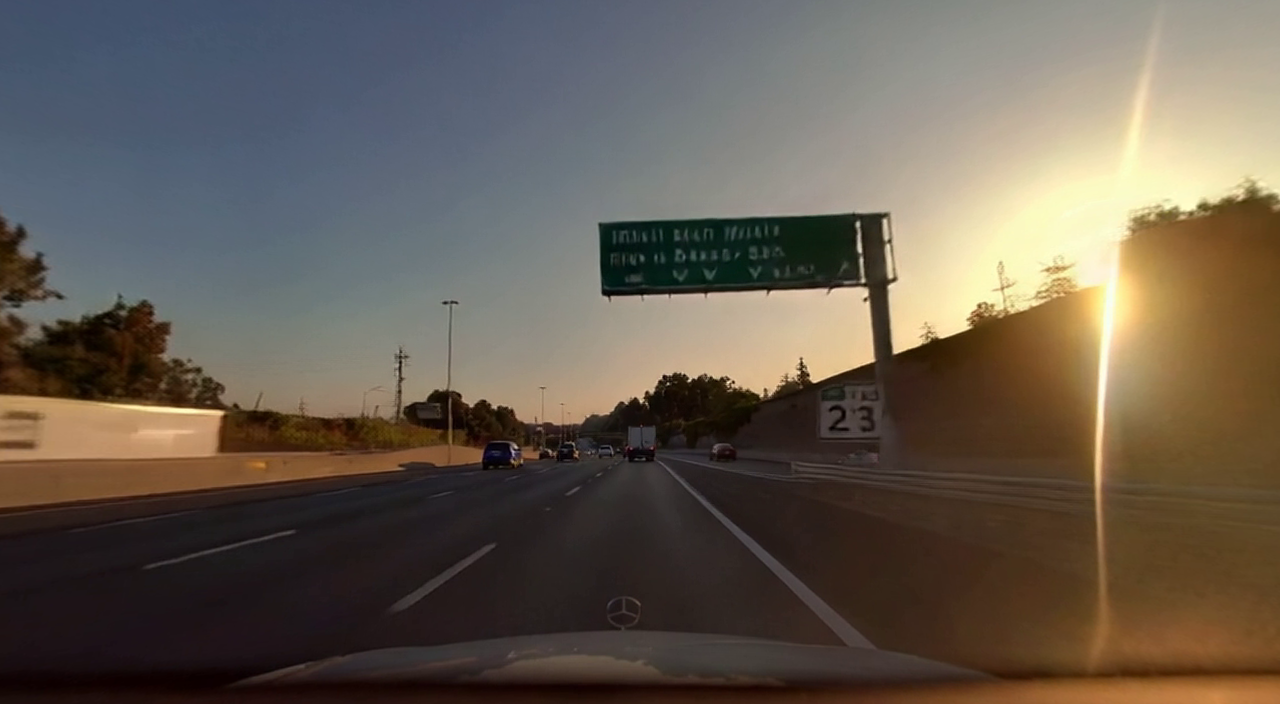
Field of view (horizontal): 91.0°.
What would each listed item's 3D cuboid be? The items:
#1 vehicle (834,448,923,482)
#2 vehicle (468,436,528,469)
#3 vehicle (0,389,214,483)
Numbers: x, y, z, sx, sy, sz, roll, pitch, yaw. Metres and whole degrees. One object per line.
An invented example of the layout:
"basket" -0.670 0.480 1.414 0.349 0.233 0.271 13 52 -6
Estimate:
"vehicle" 11.318 5.374 30.297 2.075 1.510 4.569 1 -9 -7
"vehicle" -9.790 7.017 44.136 2.571 2.169 6.443 0 -9 1
"vehicle" -29.472 4.595 33.470 3.033 4.087 15.130 0 -9 0
